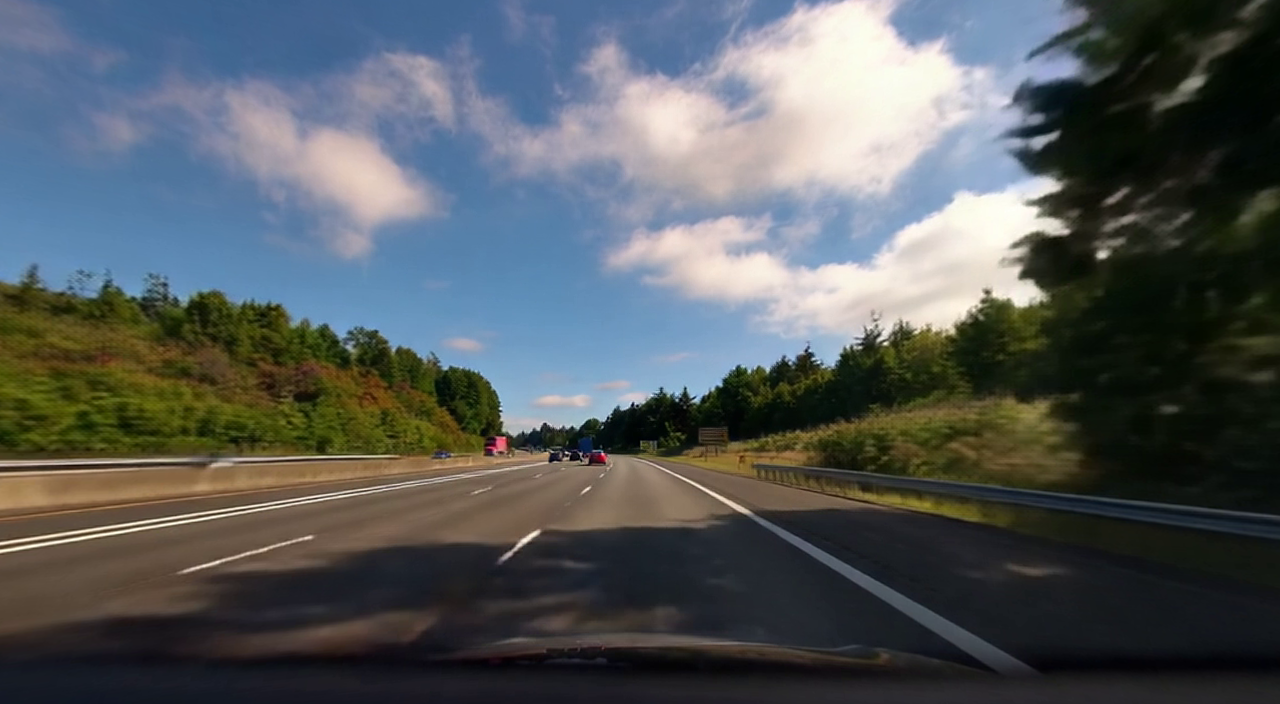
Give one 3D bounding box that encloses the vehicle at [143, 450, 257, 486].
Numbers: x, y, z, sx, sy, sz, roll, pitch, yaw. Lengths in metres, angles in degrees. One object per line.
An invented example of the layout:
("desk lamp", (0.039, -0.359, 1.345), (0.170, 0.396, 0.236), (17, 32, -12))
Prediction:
("vehicle", (-21.651, 5.698, 31.367), (2.186, 1.603, 4.899), (0, -9, -1))
